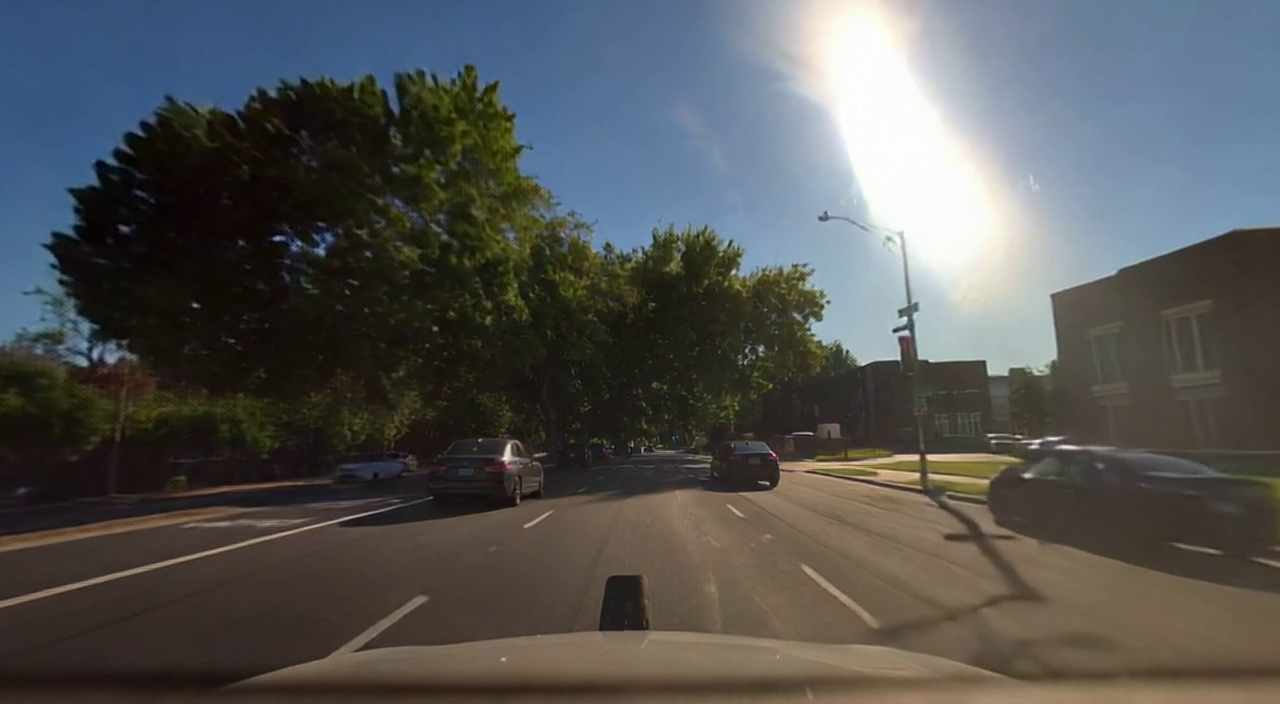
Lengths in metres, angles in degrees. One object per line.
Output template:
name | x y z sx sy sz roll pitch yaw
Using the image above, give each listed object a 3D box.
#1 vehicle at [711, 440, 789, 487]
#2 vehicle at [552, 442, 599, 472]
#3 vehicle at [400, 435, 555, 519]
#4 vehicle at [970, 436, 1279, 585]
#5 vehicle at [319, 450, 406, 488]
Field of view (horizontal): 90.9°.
vehicle | 3.799 3.913 22.512 2.010 1.486 4.498 0 -8 0
vehicle | -3.459 5.748 34.691 1.988 1.497 4.404 0 -8 2
vehicle | -3.221 2.573 13.564 2.053 1.480 4.381 0 -8 2
vehicle | 6.465 1.860 8.313 1.912 1.433 4.265 0 -8 0
vehicle | -12.253 5.151 28.187 1.868 1.522 4.326 0 -8 1
